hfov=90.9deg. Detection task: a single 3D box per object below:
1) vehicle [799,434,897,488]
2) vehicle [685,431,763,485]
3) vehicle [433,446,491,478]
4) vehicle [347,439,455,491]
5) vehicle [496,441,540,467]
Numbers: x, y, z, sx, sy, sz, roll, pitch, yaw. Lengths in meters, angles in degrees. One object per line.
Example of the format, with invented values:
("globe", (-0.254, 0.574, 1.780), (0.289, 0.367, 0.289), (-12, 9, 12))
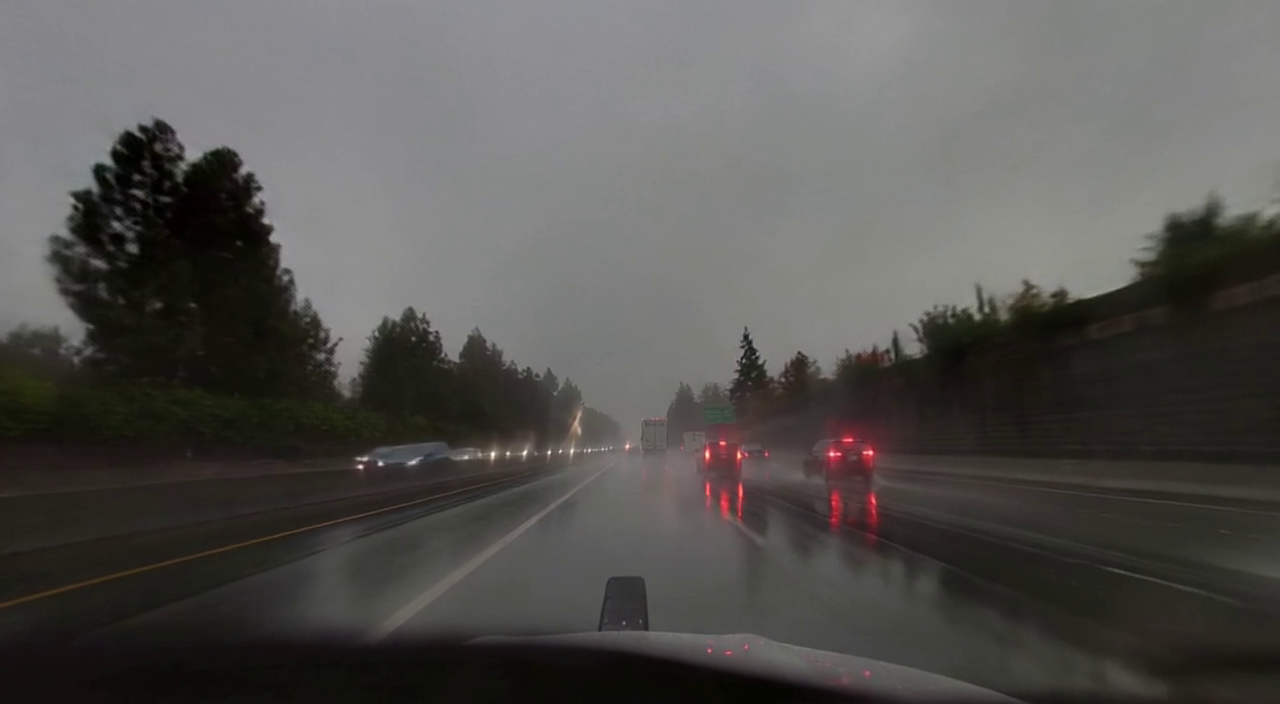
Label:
("vehicle", (7.290, 3.854, 22.647), (1.976, 1.703, 4.288), (0, -8, -1))
("vehicle", (3.089, 4.019, 24.254), (2.209, 1.862, 4.717), (0, -8, -2))
("vehicle", (-8.685, 5.365, 31.015), (1.833, 1.441, 3.593), (0, -8, -1))
("vehicle", (-7.985, 3.789, 21.552), (1.942, 1.600, 4.288), (0, -8, 1))
("vehicle", (-8.485, 7.134, 44.288), (2.112, 1.672, 4.433), (0, -8, 1))
